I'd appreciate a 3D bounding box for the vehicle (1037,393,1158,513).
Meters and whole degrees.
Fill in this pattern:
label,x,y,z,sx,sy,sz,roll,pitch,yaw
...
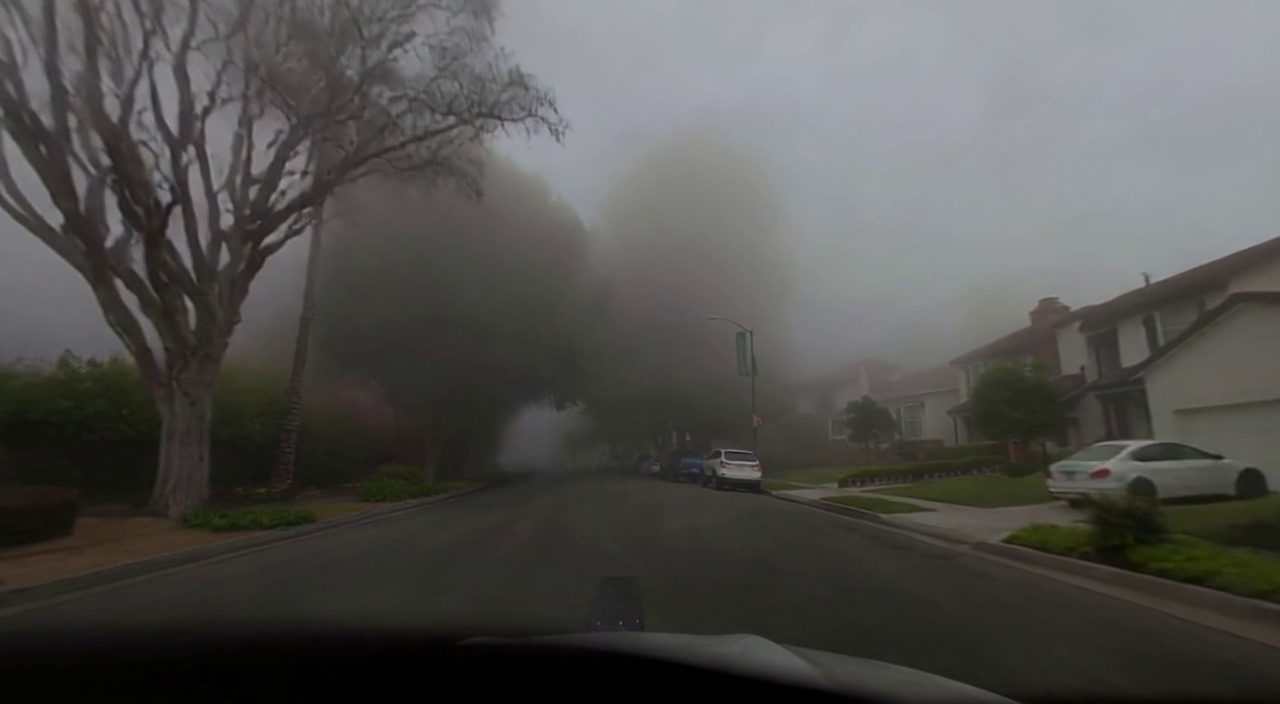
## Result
label,x,y,z,sx,sy,sz,roll,pitch,yaw
vehicle,9.864,2.157,13.663,1.820,2.366,1.453,-7,-11,37

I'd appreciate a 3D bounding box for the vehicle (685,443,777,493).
label,x,y,z,sx,sy,sz,roll,pitch,yaw
vehicle,3.854,5.112,28.180,2.715,1.900,6.163,2,-9,-5
